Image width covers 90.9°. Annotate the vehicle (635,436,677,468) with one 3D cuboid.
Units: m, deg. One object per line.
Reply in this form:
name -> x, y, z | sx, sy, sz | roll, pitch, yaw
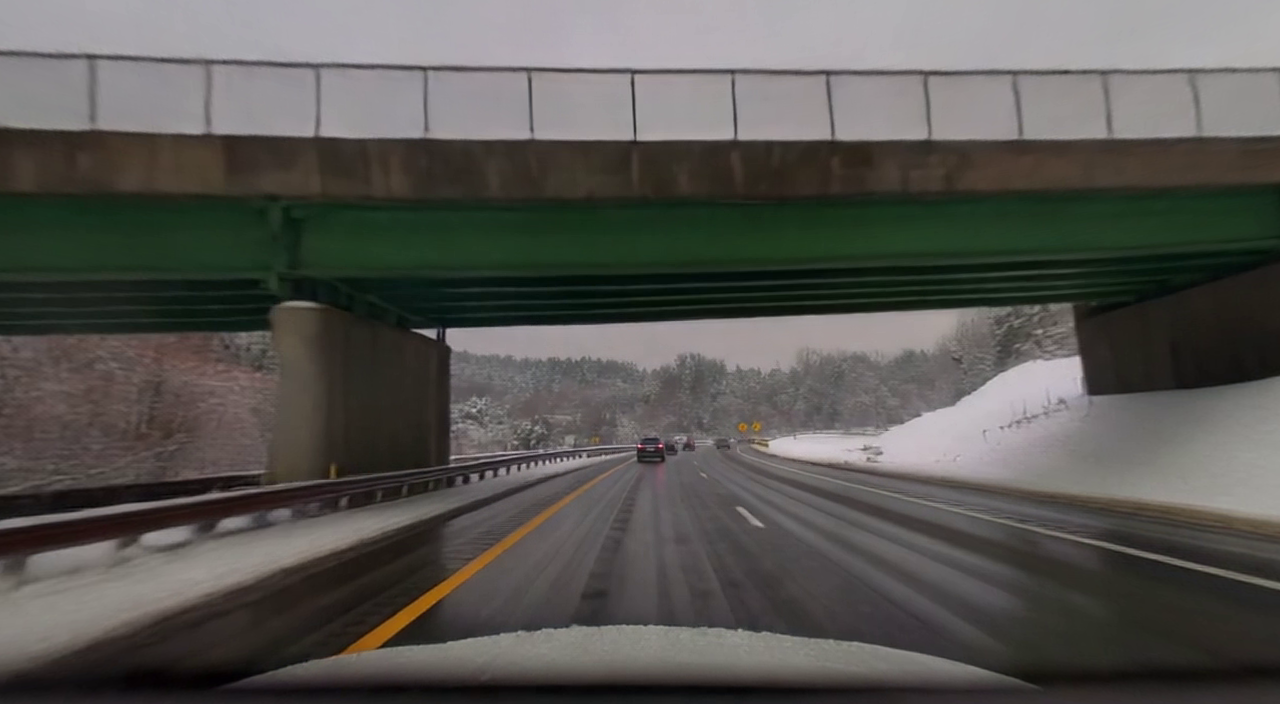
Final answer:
vehicle -> 0.849, 4.939, 31.327 | 1.993, 1.461, 3.812 | -1, -8, 3
